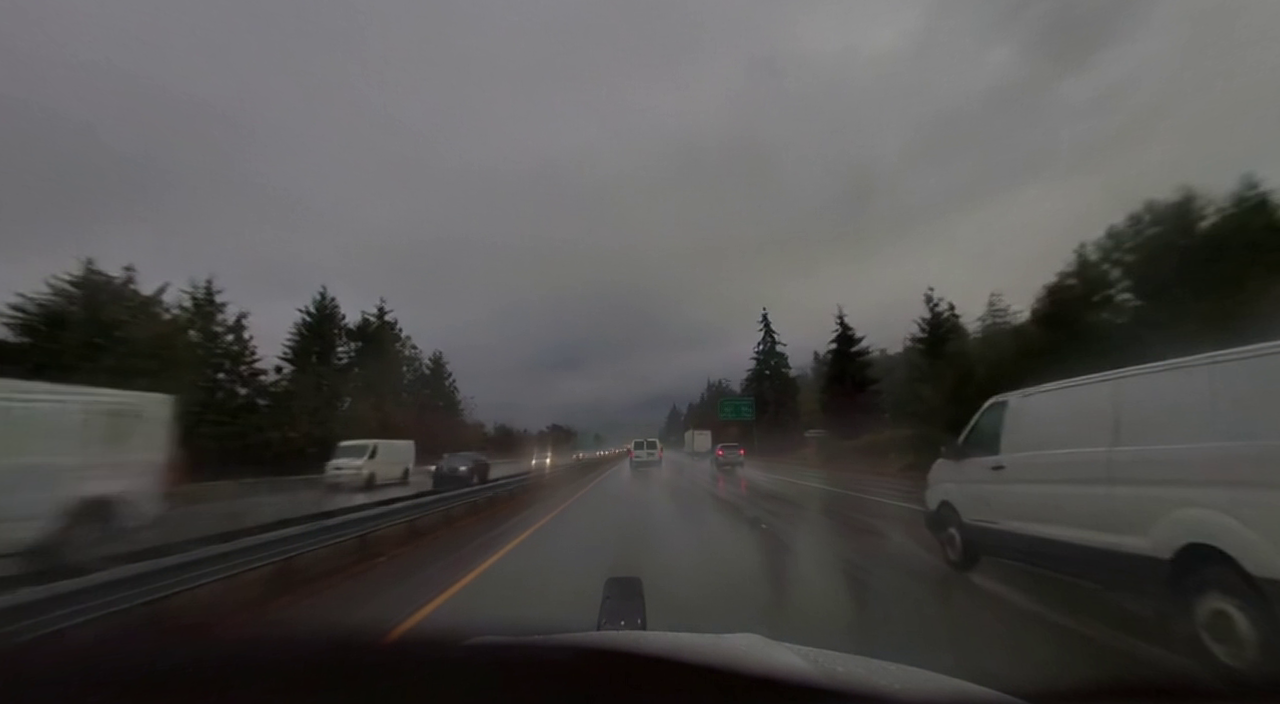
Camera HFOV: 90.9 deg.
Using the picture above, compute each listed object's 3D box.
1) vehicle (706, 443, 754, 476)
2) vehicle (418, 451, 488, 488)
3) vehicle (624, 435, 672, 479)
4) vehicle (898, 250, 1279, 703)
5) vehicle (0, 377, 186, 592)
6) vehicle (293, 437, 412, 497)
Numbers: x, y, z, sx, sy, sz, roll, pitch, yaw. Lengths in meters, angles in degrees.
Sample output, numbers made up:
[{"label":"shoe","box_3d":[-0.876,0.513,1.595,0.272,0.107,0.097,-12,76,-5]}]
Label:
[{"label":"vehicle","box_3d":[4.572,5.509,32.463,1.868,1.566,3.509,0,-9,-2]},{"label":"vehicle","box_3d":[-8.530,5.363,29.146,1.994,1.555,4.076,0,-9,0]},{"label":"vehicle","box_3d":[0.372,5.027,30.299,2.143,1.925,4.101,0,-9,0]},{"label":"vehicle","box_3d":[4.171,0.948,4.891,2.232,2.290,4.720,0,-9,-1]},{"label":"vehicle","box_3d":[-8.680,1.593,7.603,2.171,2.512,5.597,0,-9,0]},{"label":"vehicle","box_3d":[-12.937,5.186,29.048,2.393,2.423,6.696,0,-9,-1]}]
